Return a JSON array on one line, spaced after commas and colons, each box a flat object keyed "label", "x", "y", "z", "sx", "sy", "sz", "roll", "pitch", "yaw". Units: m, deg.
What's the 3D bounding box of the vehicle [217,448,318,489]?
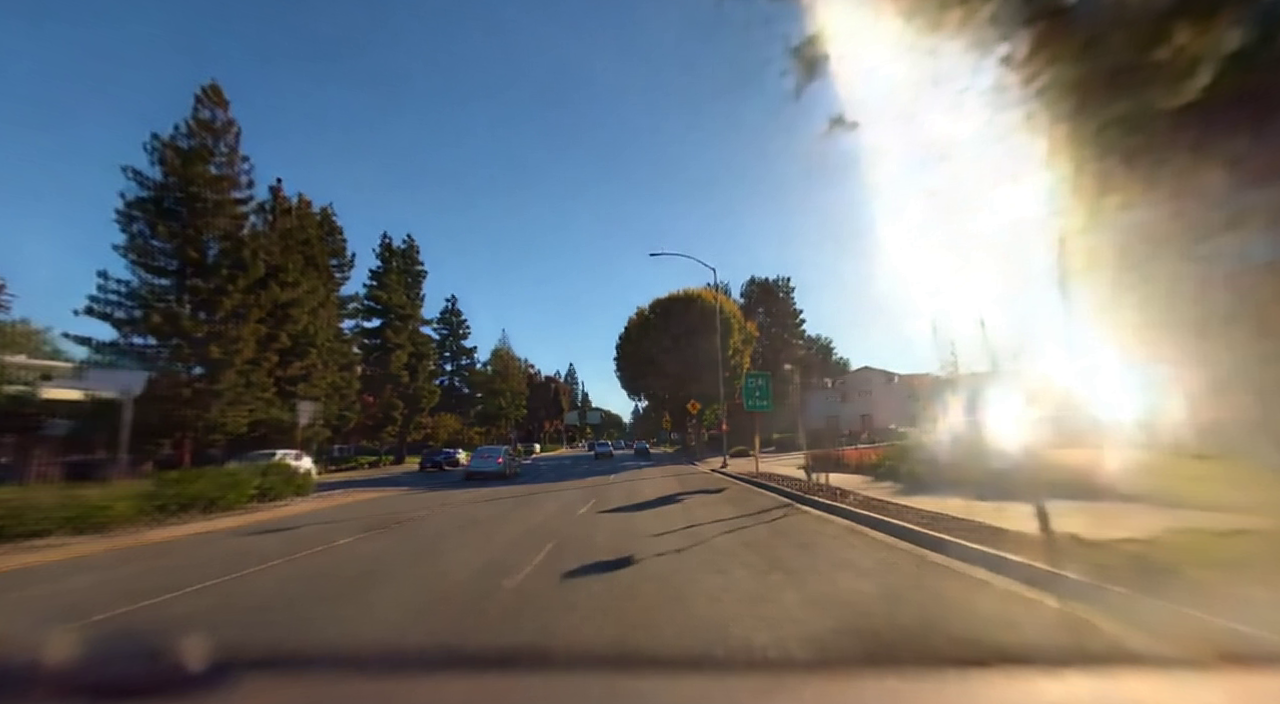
[{"label": "vehicle", "x": -17.589, "y": 5.475, "z": 30.067, "sx": 2.027, "sy": 1.773, "sz": 4.501, "roll": 0, "pitch": -9, "yaw": 0}]

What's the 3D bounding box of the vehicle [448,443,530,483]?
[{"label": "vehicle", "x": -5.813, "y": 4.319, "z": 24.873, "sx": 2.072, "sy": 1.427, "sz": 4.328, "roll": 0, "pitch": -9, "yaw": 1}]

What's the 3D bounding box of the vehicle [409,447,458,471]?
[{"label": "vehicle", "x": -13.630, "y": 7.055, "z": 41.842, "sx": 1.937, "sy": 1.526, "sz": 4.530, "roll": 0, "pitch": -9, "yaw": -3}]
